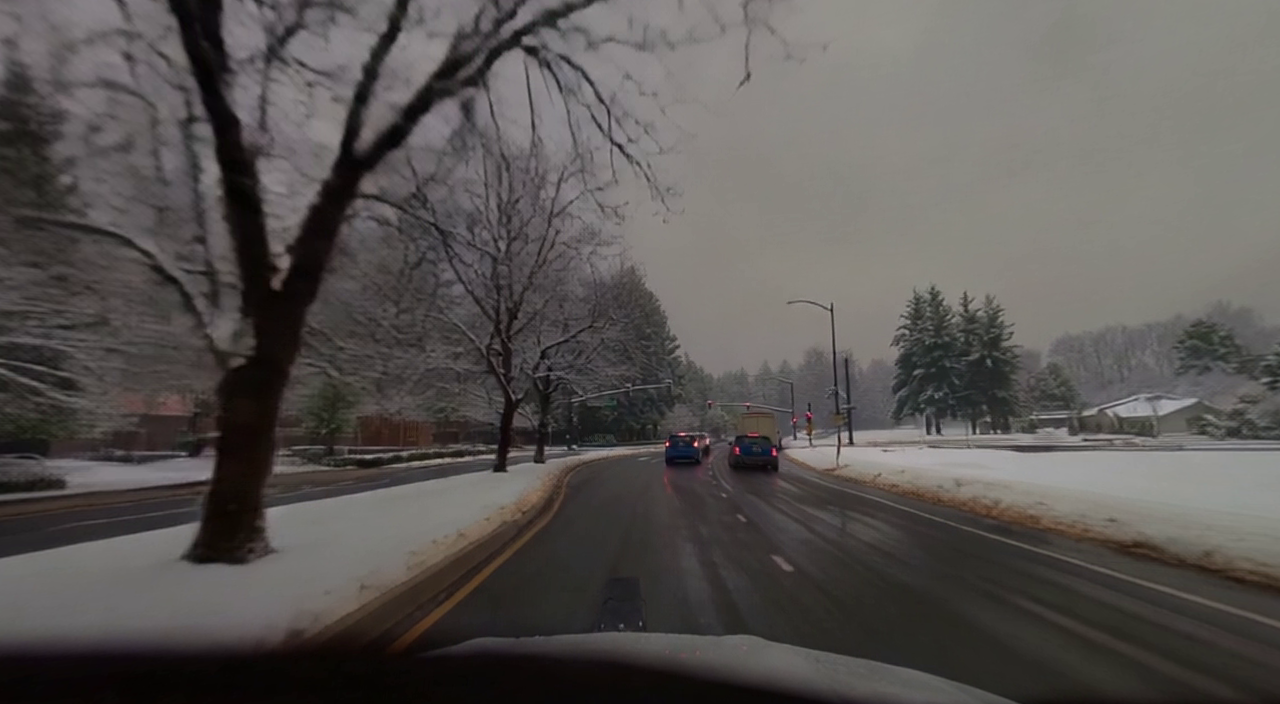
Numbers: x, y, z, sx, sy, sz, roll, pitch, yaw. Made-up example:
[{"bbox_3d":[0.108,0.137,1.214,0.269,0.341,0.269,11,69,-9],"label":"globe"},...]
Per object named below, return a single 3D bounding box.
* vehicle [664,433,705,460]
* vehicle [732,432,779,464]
[{"bbox_3d":[2.673,5.557,36.997,2.066,1.482,4.273,-1,-8,8],"label":"vehicle"},{"bbox_3d":[5.776,4.893,32.073,1.989,1.497,4.436,-1,-8,6],"label":"vehicle"}]
